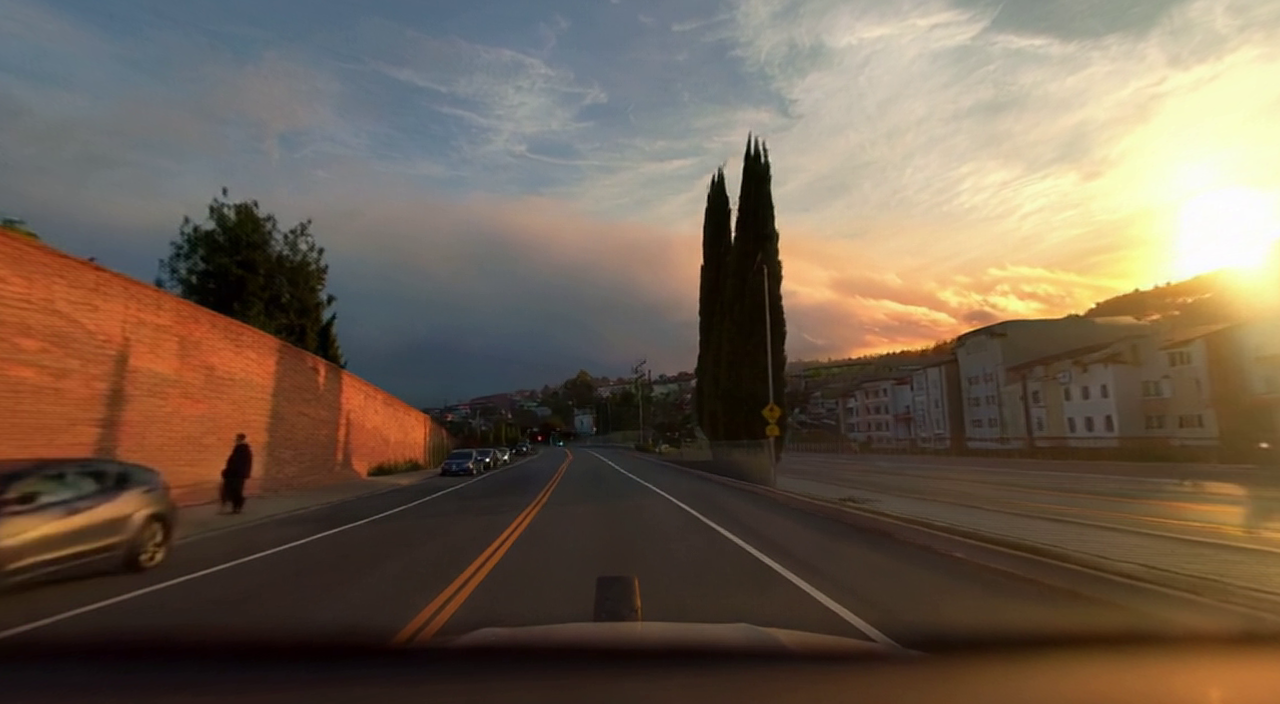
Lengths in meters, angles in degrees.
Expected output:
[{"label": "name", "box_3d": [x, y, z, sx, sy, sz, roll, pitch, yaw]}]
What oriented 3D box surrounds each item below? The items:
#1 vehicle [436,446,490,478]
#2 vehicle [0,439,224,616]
[{"label": "vehicle", "box_3d": [-9.362, 5.822, 33.794, 1.899, 1.485, 4.593, 2, -8, -5]}, {"label": "vehicle", "box_3d": [-6.702, 1.711, 6.701, 1.877, 1.507, 4.363, 2, -8, -5]}]
